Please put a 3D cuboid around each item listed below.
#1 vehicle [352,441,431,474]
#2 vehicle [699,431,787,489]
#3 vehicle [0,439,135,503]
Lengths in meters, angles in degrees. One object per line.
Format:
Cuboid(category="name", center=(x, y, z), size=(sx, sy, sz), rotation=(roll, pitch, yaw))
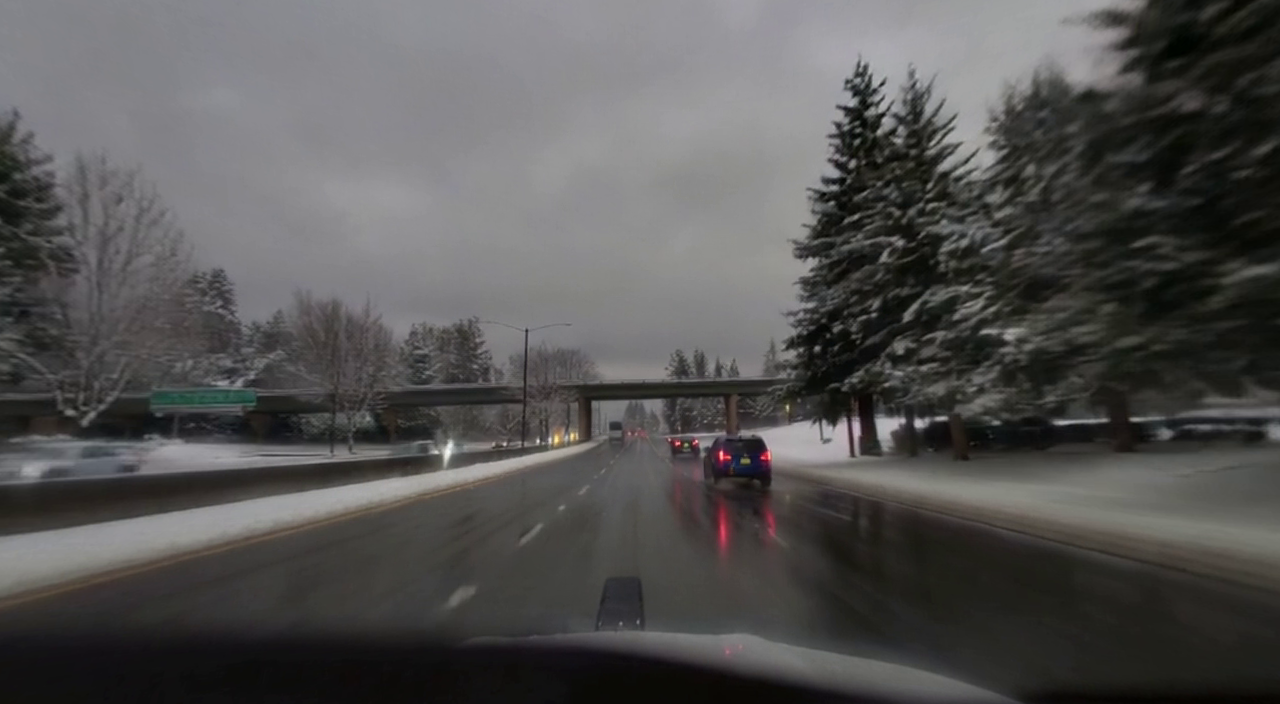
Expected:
Cuboid(category="vehicle", center=(-12.145, 5.182, 31.189), size=(1.961, 1.512, 4.747), rotation=(0, -9, 0))
Cuboid(category="vehicle", center=(3.270, 3.542, 20.963), size=(2.110, 1.712, 4.489), rotation=(0, -9, 0))
Cuboid(category="vehicle", center=(-19.166, 3.690, 19.992), size=(2.056, 1.793, 4.976), rotation=(0, -9, 0))
